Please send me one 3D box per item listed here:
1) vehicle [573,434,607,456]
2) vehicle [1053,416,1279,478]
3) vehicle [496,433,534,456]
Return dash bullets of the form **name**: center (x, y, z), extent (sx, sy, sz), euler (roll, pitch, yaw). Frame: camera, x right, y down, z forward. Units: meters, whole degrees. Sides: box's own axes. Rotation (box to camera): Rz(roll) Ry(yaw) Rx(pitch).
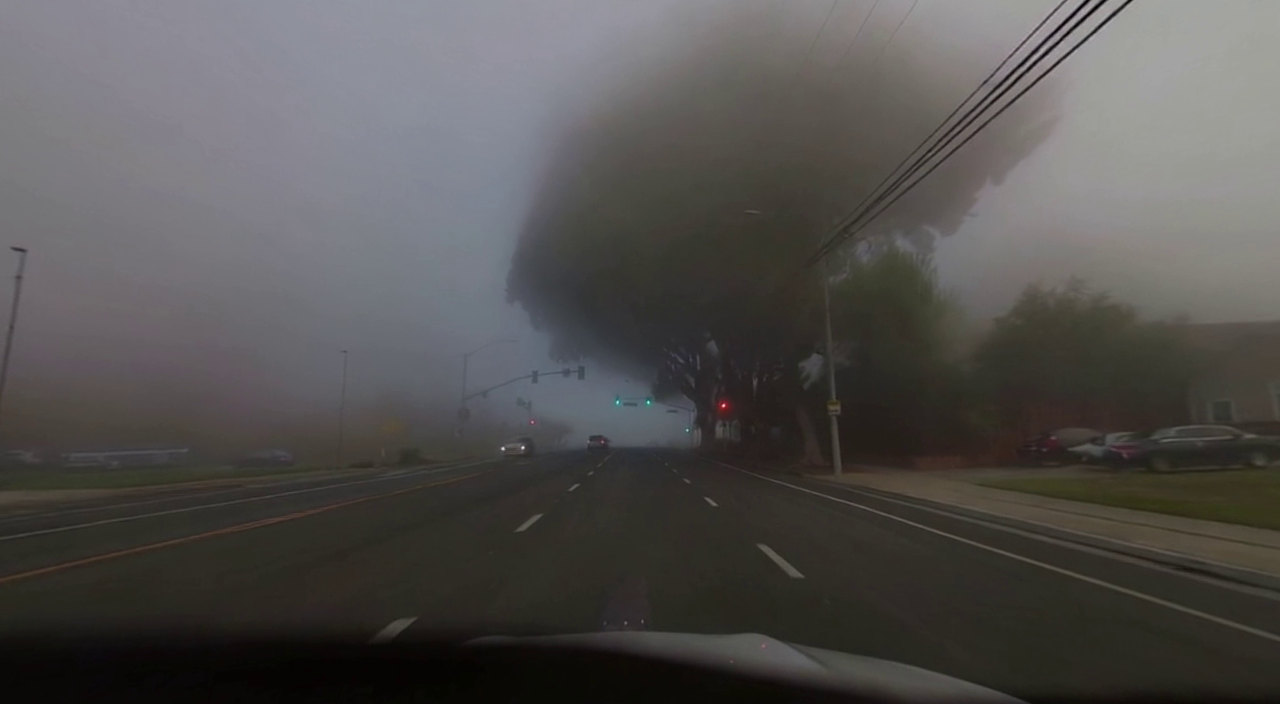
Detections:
- **vehicle**: center (-3.492, 6.651, 45.099), extent (2.085, 1.460, 4.516), euler (0, -8, 0)
- **vehicle**: center (15.046, 2.724, 18.245), extent (4.625, 1.467, 1.991), euler (-3, -8, 3)
- **vehicle**: center (-9.641, 7.202, 48.857), extent (2.098, 1.695, 4.475), euler (0, -8, -1)
